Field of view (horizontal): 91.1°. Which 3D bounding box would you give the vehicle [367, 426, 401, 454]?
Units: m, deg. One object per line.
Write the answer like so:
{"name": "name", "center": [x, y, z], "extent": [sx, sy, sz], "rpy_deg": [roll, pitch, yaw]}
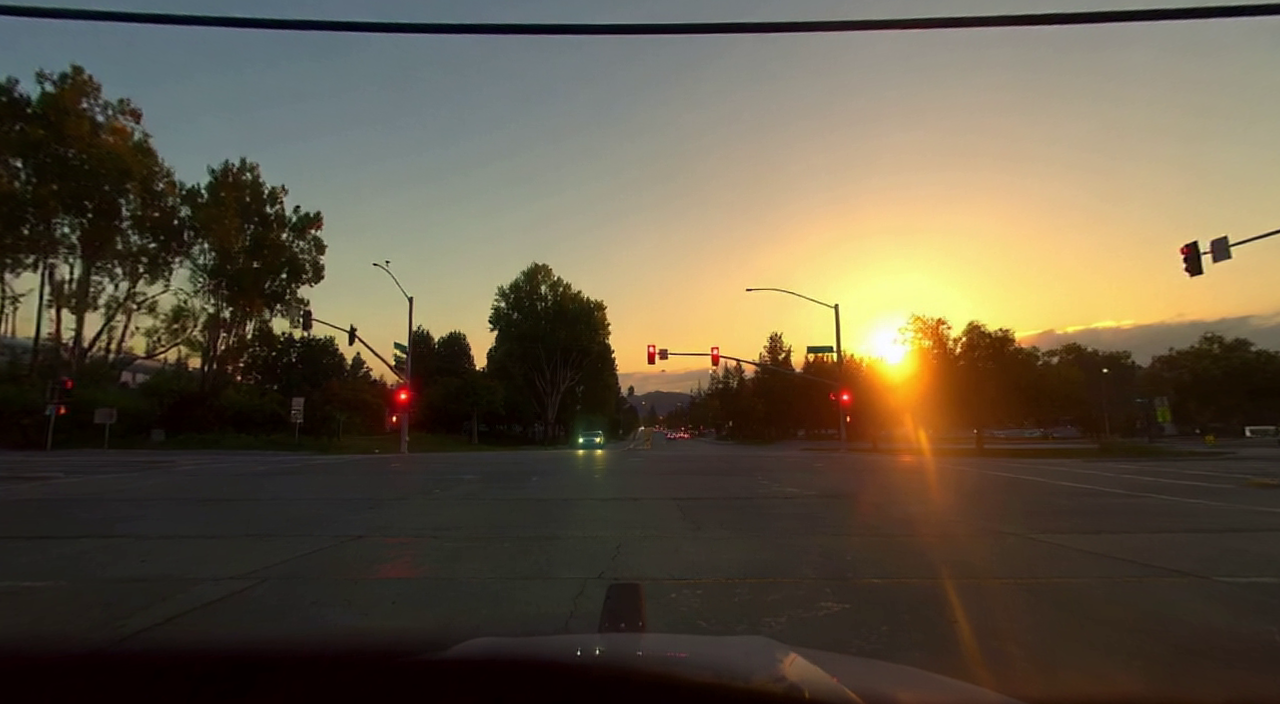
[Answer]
{"name": "vehicle", "center": [-19.954, 6.867, 48.892], "extent": [1.873, 2.079, 2.879], "rpy_deg": [5, -10, -32]}
